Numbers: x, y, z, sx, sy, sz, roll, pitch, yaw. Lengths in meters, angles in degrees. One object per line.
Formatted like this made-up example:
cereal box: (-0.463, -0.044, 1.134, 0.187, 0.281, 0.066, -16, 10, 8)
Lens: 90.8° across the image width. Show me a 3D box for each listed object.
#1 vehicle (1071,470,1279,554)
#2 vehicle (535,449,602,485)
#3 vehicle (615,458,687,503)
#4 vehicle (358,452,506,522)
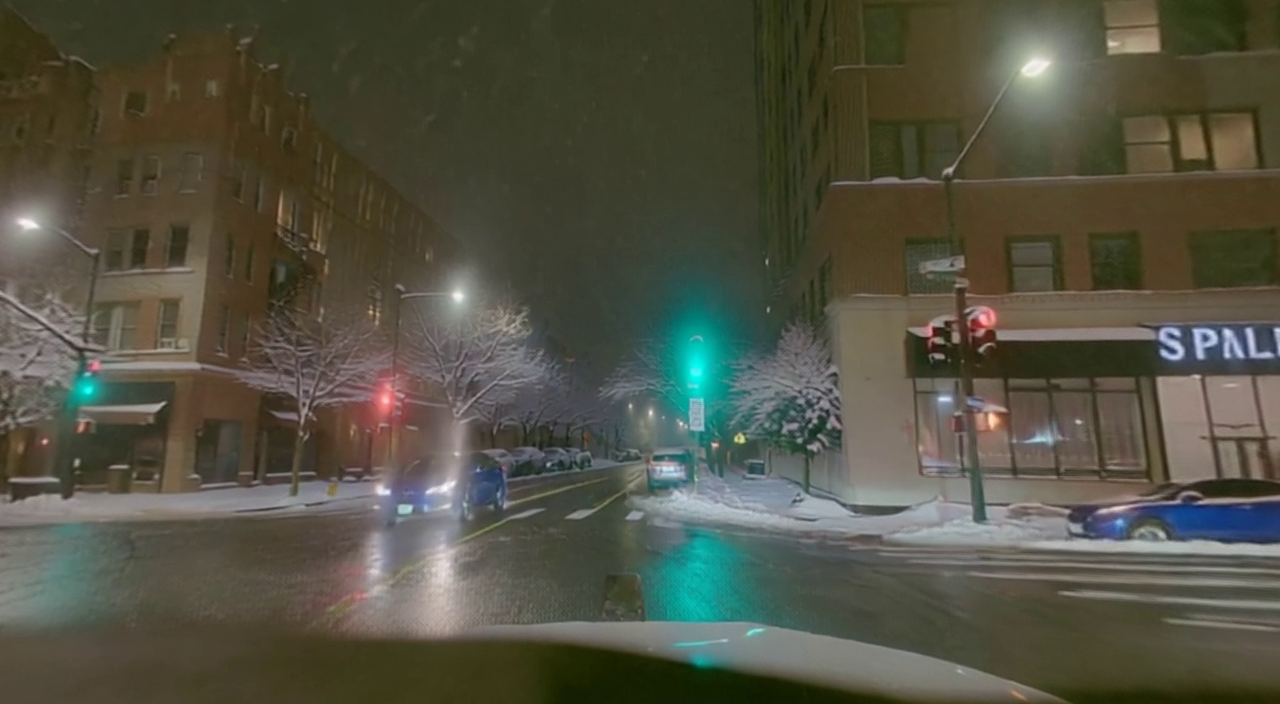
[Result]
vehicle: (11.488, 3.104, 12.510, 4.426, 1.446, 1.795, -2, -9, 10)
vehicle: (-3.630, 5.967, 33.129, 2.181, 1.723, 4.692, -2, -9, 11)
vehicle: (0.512, 4.829, 24.102, 1.892, 1.481, 4.365, -2, -9, 12)
vehicle: (-5.062, 3.344, 16.187, 2.119, 1.485, 4.472, -1, -9, 2)
